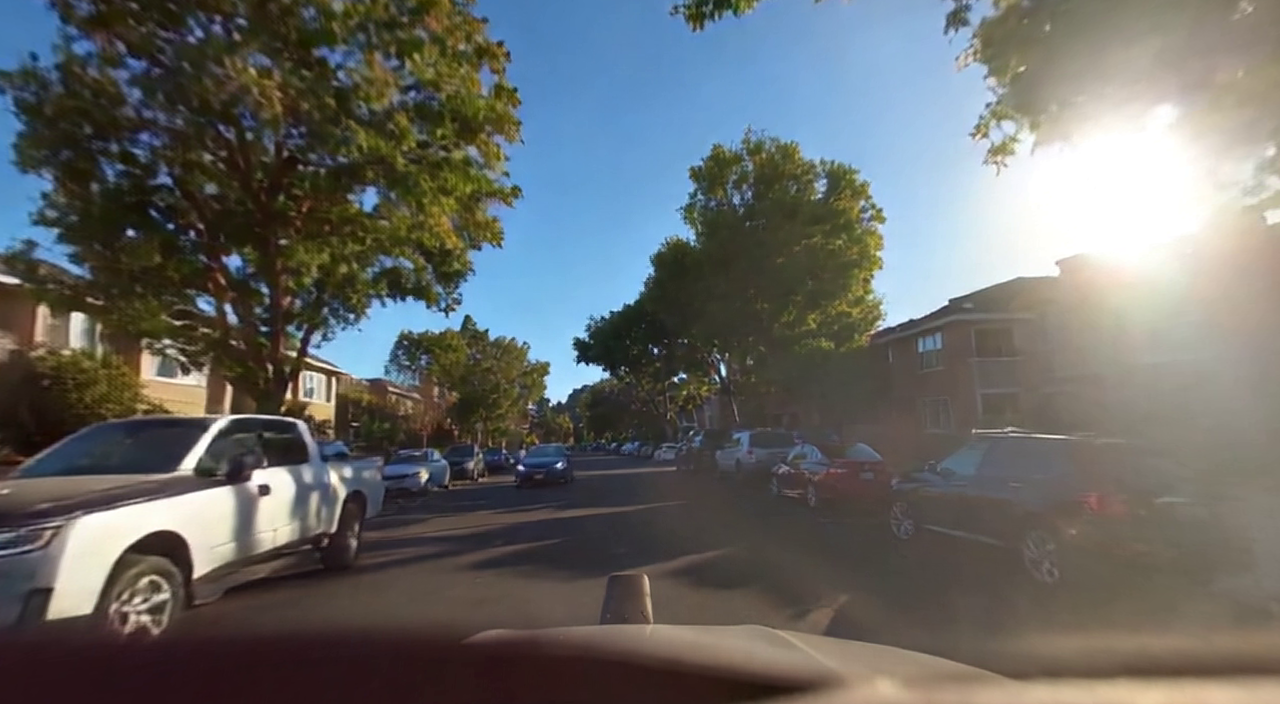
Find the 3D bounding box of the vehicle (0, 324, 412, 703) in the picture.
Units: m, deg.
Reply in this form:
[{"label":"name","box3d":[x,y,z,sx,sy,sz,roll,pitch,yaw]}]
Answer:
[{"label":"vehicle","box3d":[-3.949,1.211,5.628,2.197,2.047,4.985,0,-8,-3]}]

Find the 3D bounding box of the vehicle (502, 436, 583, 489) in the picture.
[{"label":"vehicle","box3d":[-2.969,3.469,20.195,1.971,1.476,4.593,0,-8,-1]}]

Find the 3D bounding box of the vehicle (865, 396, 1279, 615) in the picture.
[{"label":"vehicle","box3d":[4.563,1.544,7.390,1.937,1.722,4.575,0,-8,-3]}]

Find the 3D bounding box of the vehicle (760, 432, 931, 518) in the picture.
[{"label":"vehicle","box3d":[4.168,2.550,13.719,1.876,1.538,4.447,0,-8,-5]}]
